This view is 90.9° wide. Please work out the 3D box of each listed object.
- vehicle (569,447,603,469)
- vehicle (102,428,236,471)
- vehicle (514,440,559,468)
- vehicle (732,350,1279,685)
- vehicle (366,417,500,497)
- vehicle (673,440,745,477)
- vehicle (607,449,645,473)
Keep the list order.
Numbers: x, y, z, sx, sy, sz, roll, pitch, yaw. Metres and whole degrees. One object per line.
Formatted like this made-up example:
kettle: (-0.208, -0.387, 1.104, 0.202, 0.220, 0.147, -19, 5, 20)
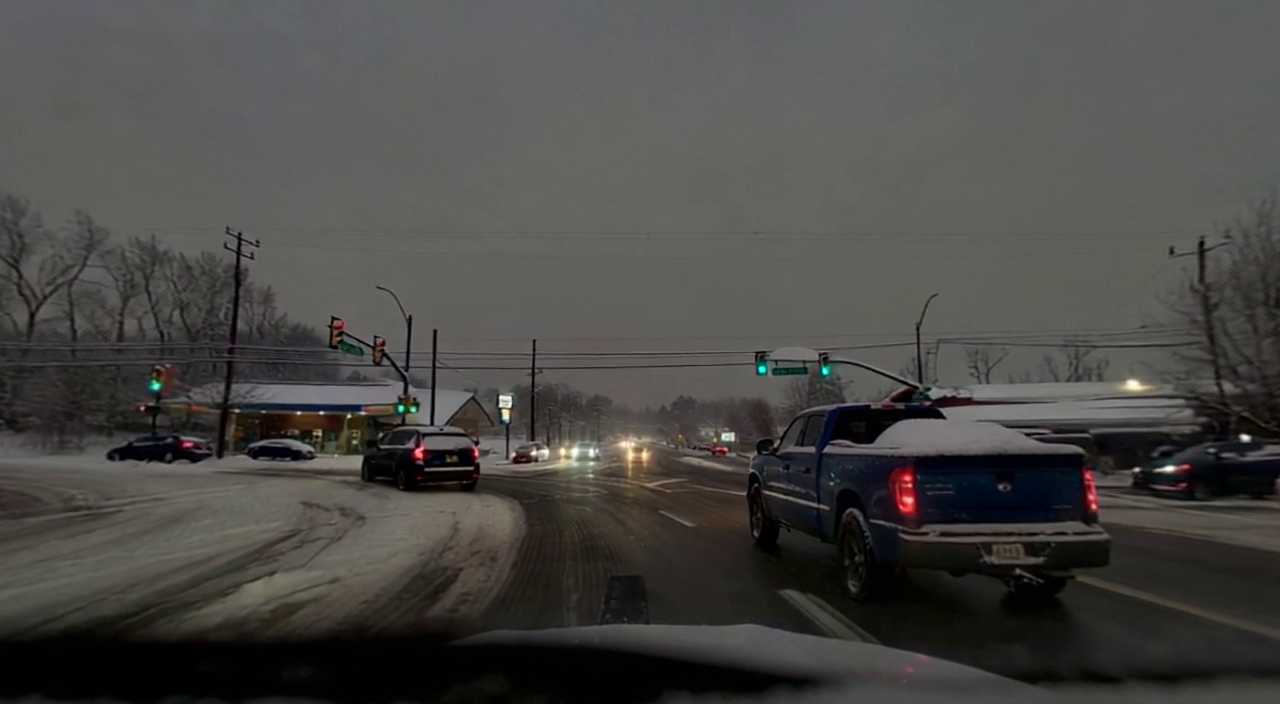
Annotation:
vehicle: (-3.920, 7.746, 46.300, 1.856, 1.448, 4.455, -1, -8, 3)
vehicle: (-20.182, 4.188, 27.111, 4.498, 1.725, 1.921, -2, -8, 10)
vehicle: (-7.347, 7.294, 45.331, 2.303, 1.895, 5.301, 0, -8, 1)
vehicle: (2.493, 1.268, 6.142, 2.036, 1.818, 5.192, 1, -8, -4)
vehicle: (-5.836, 2.828, 17.360, 2.141, 1.842, 4.889, 5, -10, -34)
vehicle: (3.355, 5.305, 31.763, 1.977, 1.726, 4.721, 2, -9, -15)
vehicle: (-0.846, 6.193, 36.068, 1.898, 1.281, 4.013, 1, -8, -5)
